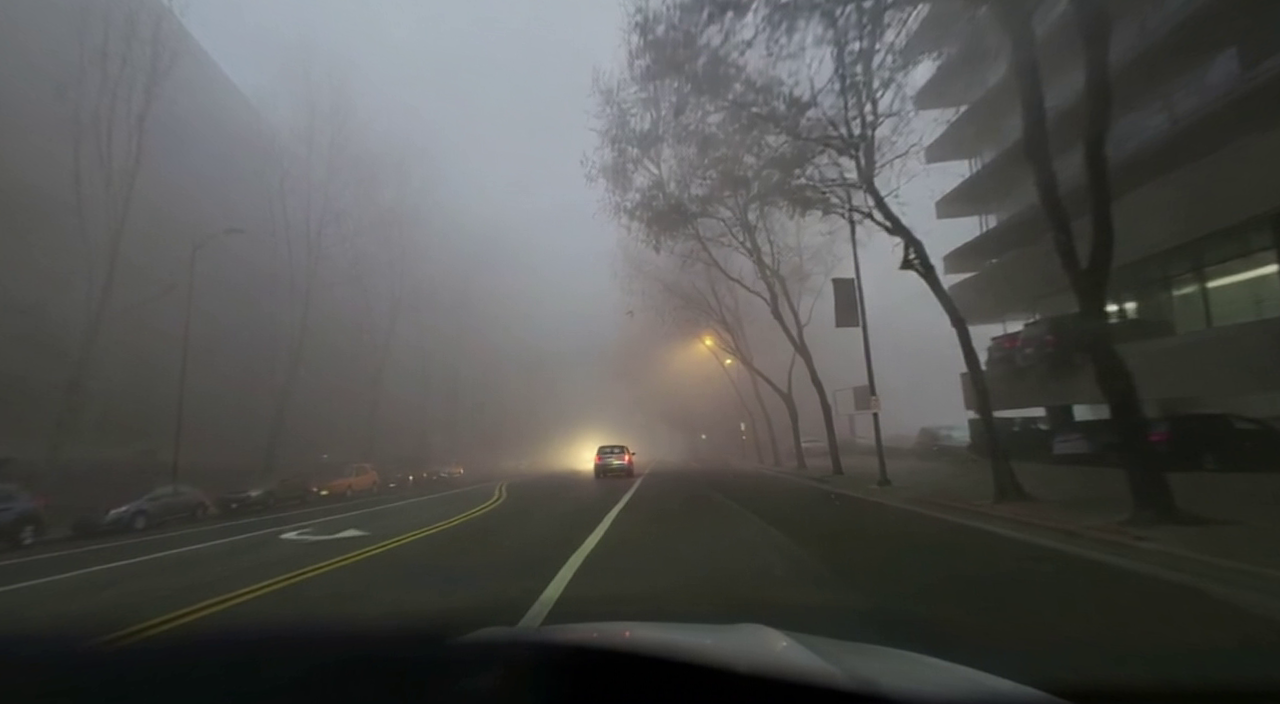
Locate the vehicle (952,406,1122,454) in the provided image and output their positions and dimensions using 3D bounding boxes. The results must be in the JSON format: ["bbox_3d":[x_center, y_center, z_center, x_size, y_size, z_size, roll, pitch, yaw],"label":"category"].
[{"bbox_3d":[14.129,2.847,22.783,4.619,1.626,2.121,-1,-8,5],"label":"vehicle"}]

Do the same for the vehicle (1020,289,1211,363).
[{"bbox_3d":[13.270,-0.684,17.829,3.826,1.601,1.807,-3,-8,0],"label":"vehicle"}]

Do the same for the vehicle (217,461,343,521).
[{"bbox_3d":[-14.220,5.457,25.334,1.917,1.775,5.018,-10,-9,1],"label":"vehicle"}]

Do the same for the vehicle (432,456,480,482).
[{"bbox_3d":[-13.258,8.431,45.718,1.997,1.668,4.084,-1,-8,4],"label":"vehicle"}]

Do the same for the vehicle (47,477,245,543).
[{"bbox_3d":[-14.397,4.606,18.869,2.021,1.438,4.616,-3,-9,4],"label":"vehicle"}]

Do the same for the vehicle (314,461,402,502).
[{"bbox_3d":[-13.692,6.283,31.036,1.984,1.635,4.525,-3,-9,4],"label":"vehicle"}]

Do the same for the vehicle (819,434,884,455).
[{"bbox_3d":[14.877,6.539,44.611,3.620,1.412,2.472,0,-9,-1],"label":"vehicle"}]

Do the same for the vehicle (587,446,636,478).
[{"bbox_3d":[-1.302,5.306,30.812,2.051,1.454,4.132,0,-8,2],"label":"vehicle"}]

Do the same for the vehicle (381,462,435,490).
[{"bbox_3d":[-13.523,7.225,37.066,1.646,1.462,3.740,0,-8,1],"label":"vehicle"}]

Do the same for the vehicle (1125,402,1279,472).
[{"bbox_3d":[13.810,1.954,14.696,3.527,1.496,1.836,0,-7,0],"label":"vehicle"}]

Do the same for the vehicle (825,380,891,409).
[{"bbox_3d":[14.494,2.862,42.258,3.766,1.708,1.810,-2,-10,6],"label":"vehicle"}]
